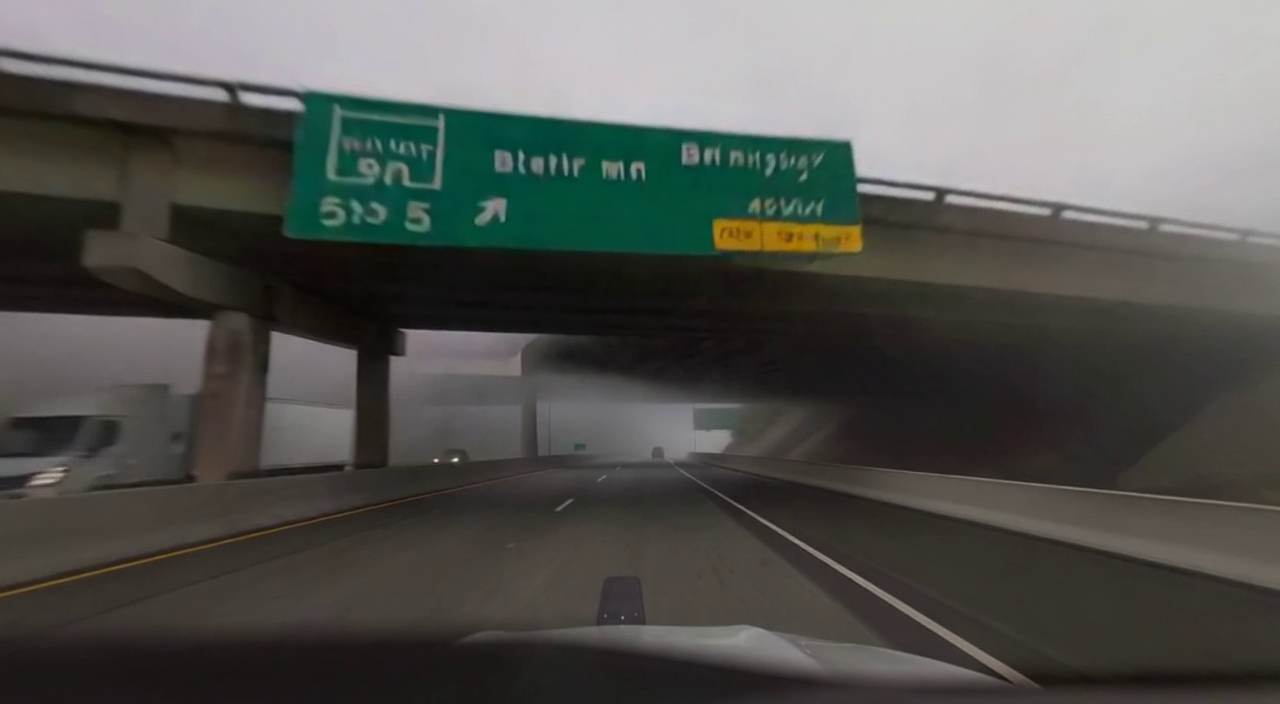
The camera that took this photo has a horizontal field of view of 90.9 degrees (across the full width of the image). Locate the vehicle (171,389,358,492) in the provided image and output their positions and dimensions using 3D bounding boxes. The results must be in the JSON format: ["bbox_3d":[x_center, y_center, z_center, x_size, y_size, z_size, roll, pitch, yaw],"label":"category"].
[{"bbox_3d":[-16.780,4.153,29.344,2.826,4.041,9.212,0,-9,1],"label":"vehicle"}]

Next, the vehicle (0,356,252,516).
[{"bbox_3d":[-16.831,2.723,19.970,2.898,3.875,9.397,0,-9,1],"label":"vehicle"}]
